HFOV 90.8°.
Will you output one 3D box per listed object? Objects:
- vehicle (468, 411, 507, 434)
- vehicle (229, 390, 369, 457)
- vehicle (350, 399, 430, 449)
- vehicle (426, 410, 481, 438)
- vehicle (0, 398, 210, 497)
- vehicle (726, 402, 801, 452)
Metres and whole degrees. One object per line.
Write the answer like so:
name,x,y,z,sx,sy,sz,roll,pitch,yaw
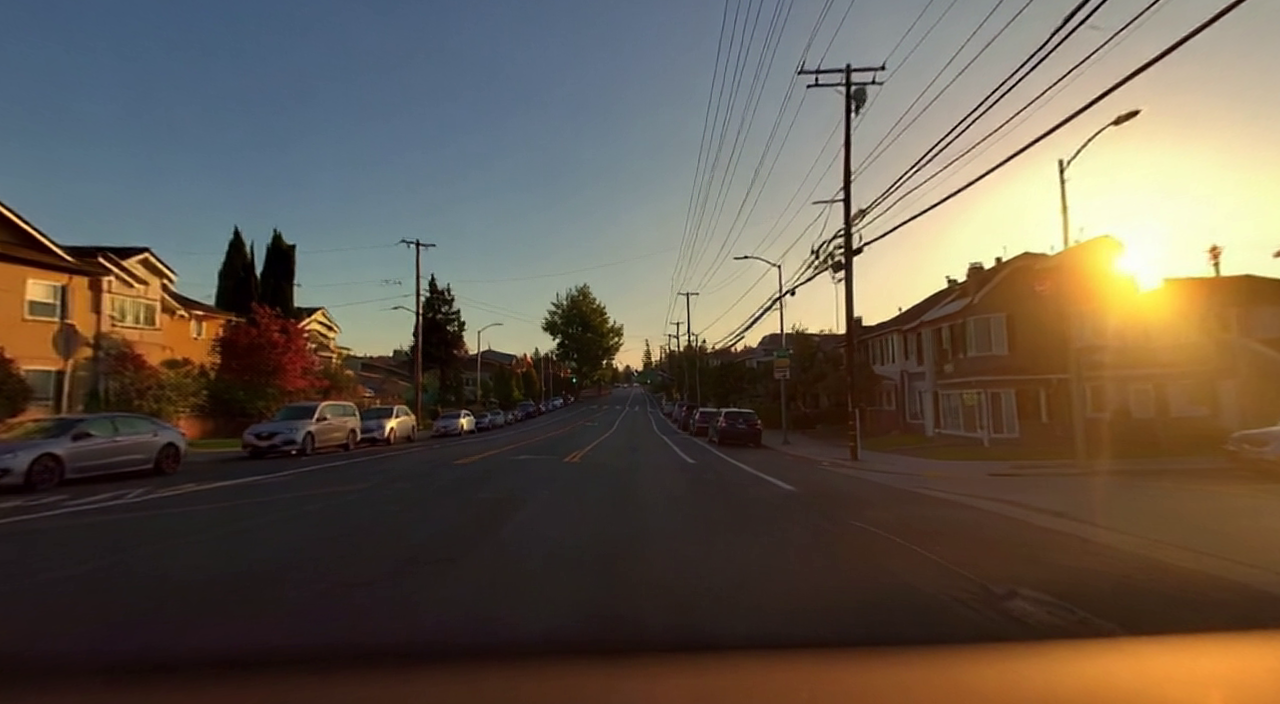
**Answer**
vehicle,-11.359,5.302,47.289,1.903,1.535,4.342,0,-8,-1
vehicle,-11.125,2.457,21.121,2.056,1.980,4.763,0,-8,-1
vehicle,-11.334,3.279,28.998,1.926,1.998,4.447,-4,-6,-1
vehicle,-11.085,4.346,37.897,2.051,1.520,4.374,0,-8,-2
vehicle,-11.049,1.842,12.285,2.082,1.540,4.654,0,-8,0
vehicle,4.397,2.798,23.098,1.867,1.680,4.176,0,-8,0
